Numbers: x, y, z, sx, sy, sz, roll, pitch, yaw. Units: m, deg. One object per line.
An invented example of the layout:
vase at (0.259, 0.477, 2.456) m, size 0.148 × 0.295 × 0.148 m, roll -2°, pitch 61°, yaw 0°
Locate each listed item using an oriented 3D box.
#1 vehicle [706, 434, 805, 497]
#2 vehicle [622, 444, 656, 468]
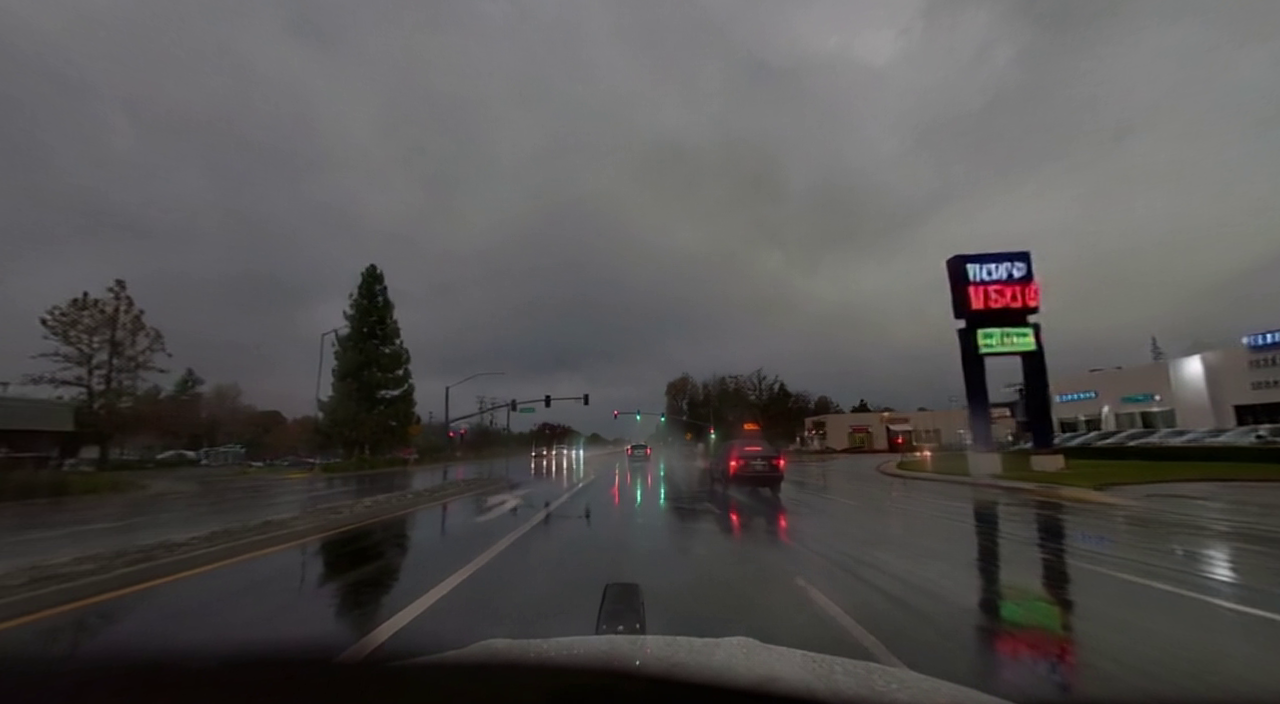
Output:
vehicle at (3.291, 3.348, 18.979) m, size 2.022 × 1.643 × 4.326 m, roll 0°, pitch -8°, yaw -2°
vehicle at (-0.074, 6.837, 41.716) m, size 2.135 × 1.468 × 4.076 m, roll 0°, pitch -8°, yaw 0°
